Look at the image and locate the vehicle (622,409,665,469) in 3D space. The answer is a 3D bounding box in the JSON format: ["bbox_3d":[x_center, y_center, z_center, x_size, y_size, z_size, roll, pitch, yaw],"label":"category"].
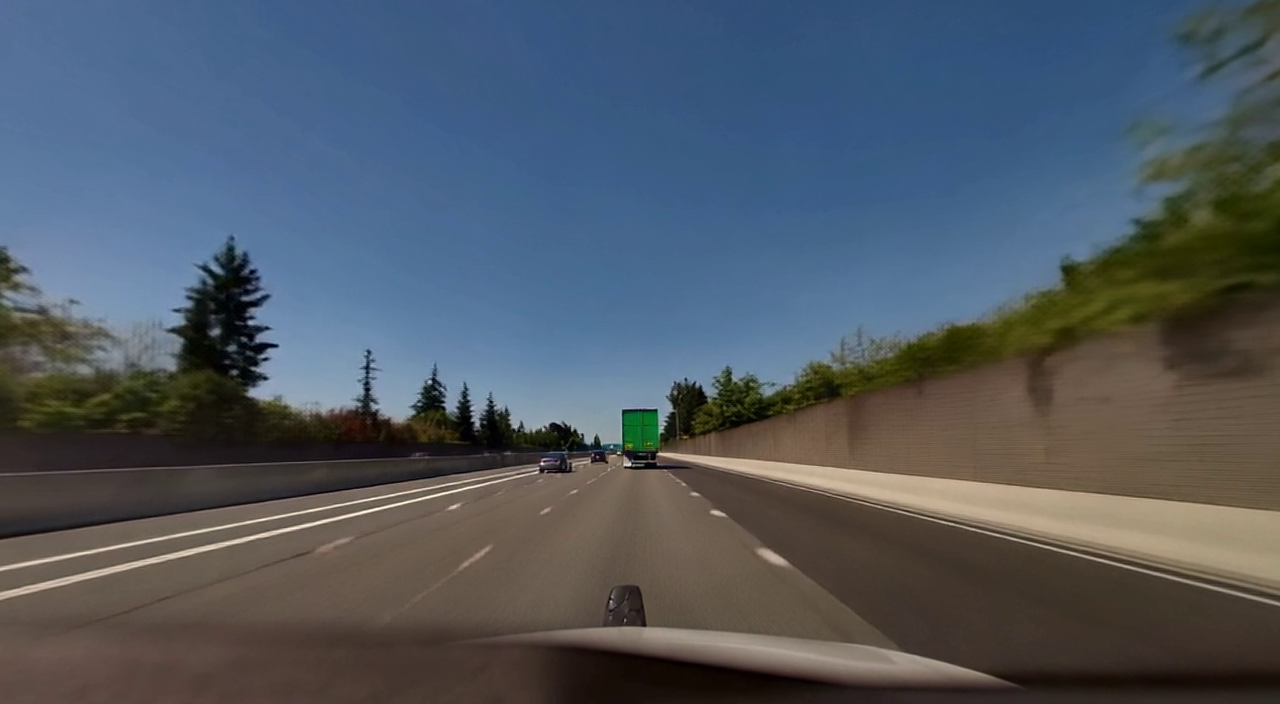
[{"bbox_3d":[0.291,6.748,48.353,2.980,4.051,10.359,0,-9,1],"label":"vehicle"}]

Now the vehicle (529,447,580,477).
[{"bbox_3d":[-4.410,5.754,33.272,1.977,1.478,4.702,0,-9,1],"label":"vehicle"}]
